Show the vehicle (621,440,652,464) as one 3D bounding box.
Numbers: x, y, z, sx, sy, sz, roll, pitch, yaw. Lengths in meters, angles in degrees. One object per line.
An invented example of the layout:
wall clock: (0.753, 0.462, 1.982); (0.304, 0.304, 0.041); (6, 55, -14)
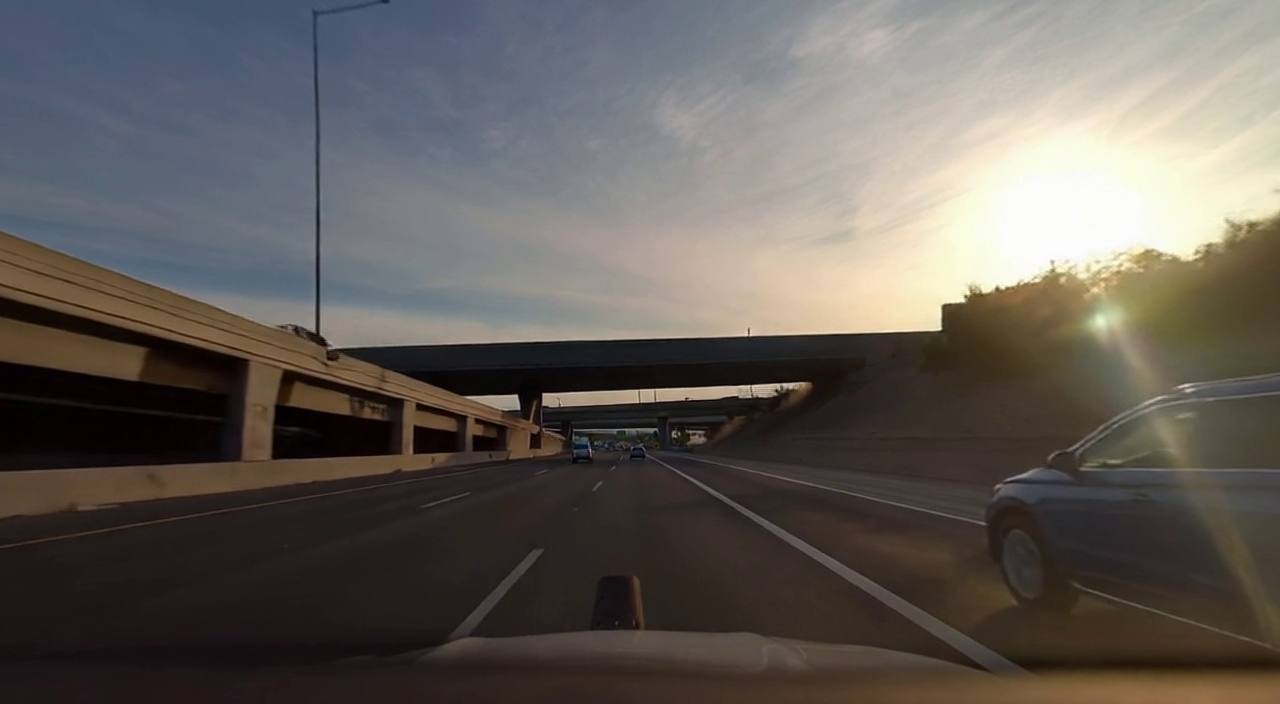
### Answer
vehicle: (-0.277, 7.313, 46.325); (2.132, 1.657, 3.967); (0, -8, -1)

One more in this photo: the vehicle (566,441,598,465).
vehicle: (-4.156, 7.305, 45.939); (2.000, 1.646, 4.201); (0, -8, -1)

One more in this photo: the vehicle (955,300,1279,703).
vehicle: (3.706, 0.730, 2.596); (2.288, 1.841, 4.779); (0, -8, -1)
